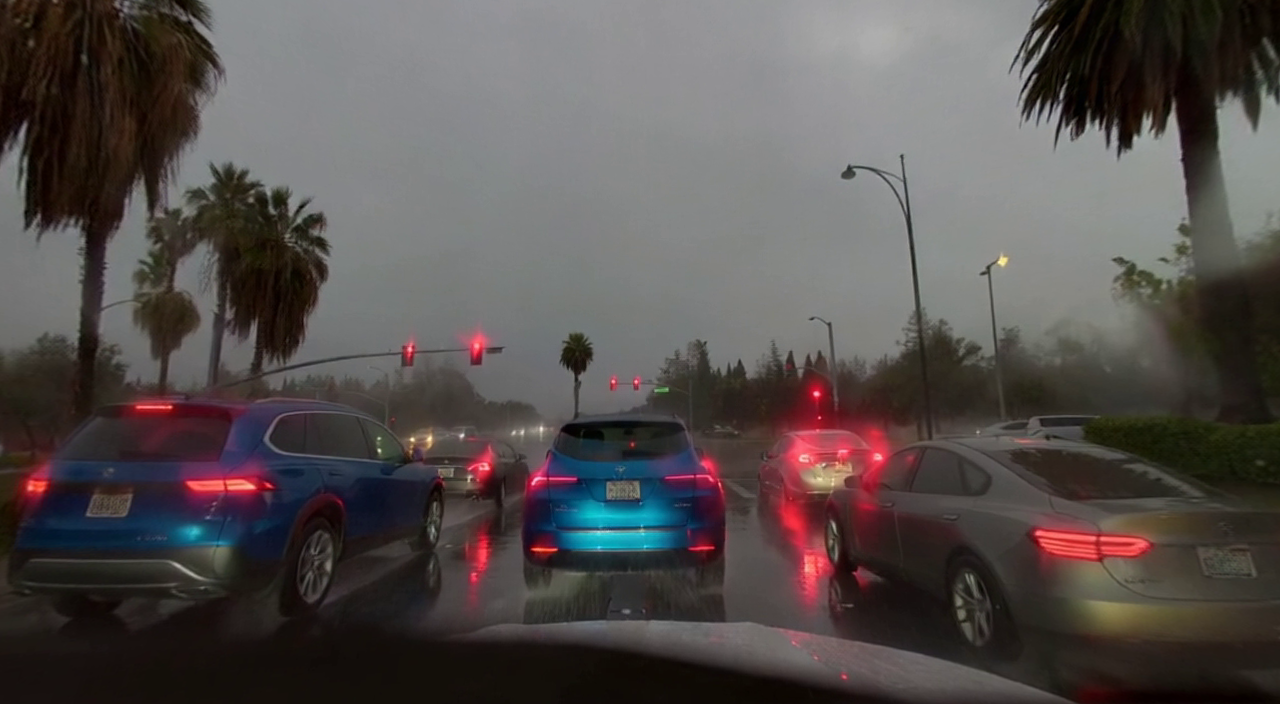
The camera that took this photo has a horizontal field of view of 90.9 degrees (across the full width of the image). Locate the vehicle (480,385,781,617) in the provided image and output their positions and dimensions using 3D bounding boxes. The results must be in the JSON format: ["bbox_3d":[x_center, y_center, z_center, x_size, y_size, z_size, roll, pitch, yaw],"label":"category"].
[{"bbox_3d":[-0.132,1.454,7.056,2.280,1.747,4.361,0,-8,-2],"label":"vehicle"}]

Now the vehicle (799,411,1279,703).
[{"bbox_3d":[2.965,1.368,5.256,2.017,1.491,4.611,0,-8,-1],"label":"vehicle"}]

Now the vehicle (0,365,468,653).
[{"bbox_3d":[-3.350,1.276,6.122,2.014,1.755,4.360,0,-8,1],"label":"vehicle"}]
